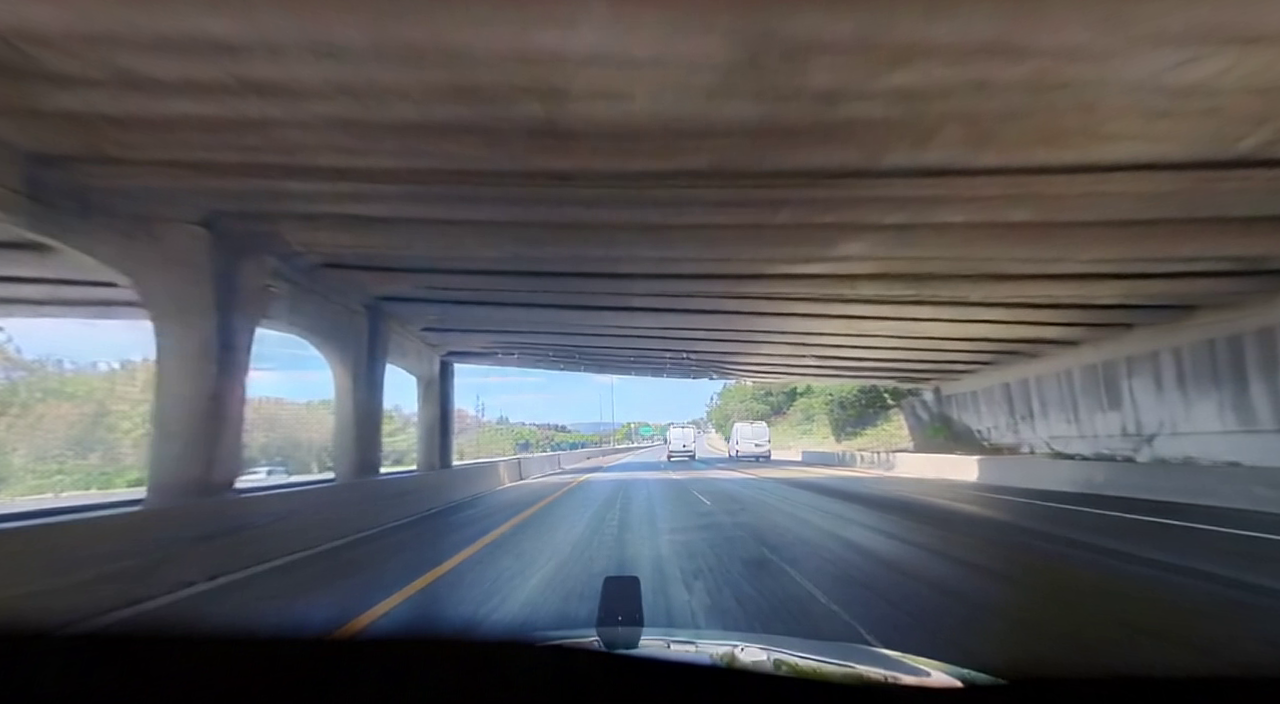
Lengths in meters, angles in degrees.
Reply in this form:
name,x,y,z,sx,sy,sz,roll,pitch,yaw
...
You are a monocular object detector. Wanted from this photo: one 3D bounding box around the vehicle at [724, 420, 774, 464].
name,x,y,z,sx,sy,sz,roll,pitch,yaw
vehicle,7.486,6.317,43.979,2.379,2.819,6.294,0,-8,0
